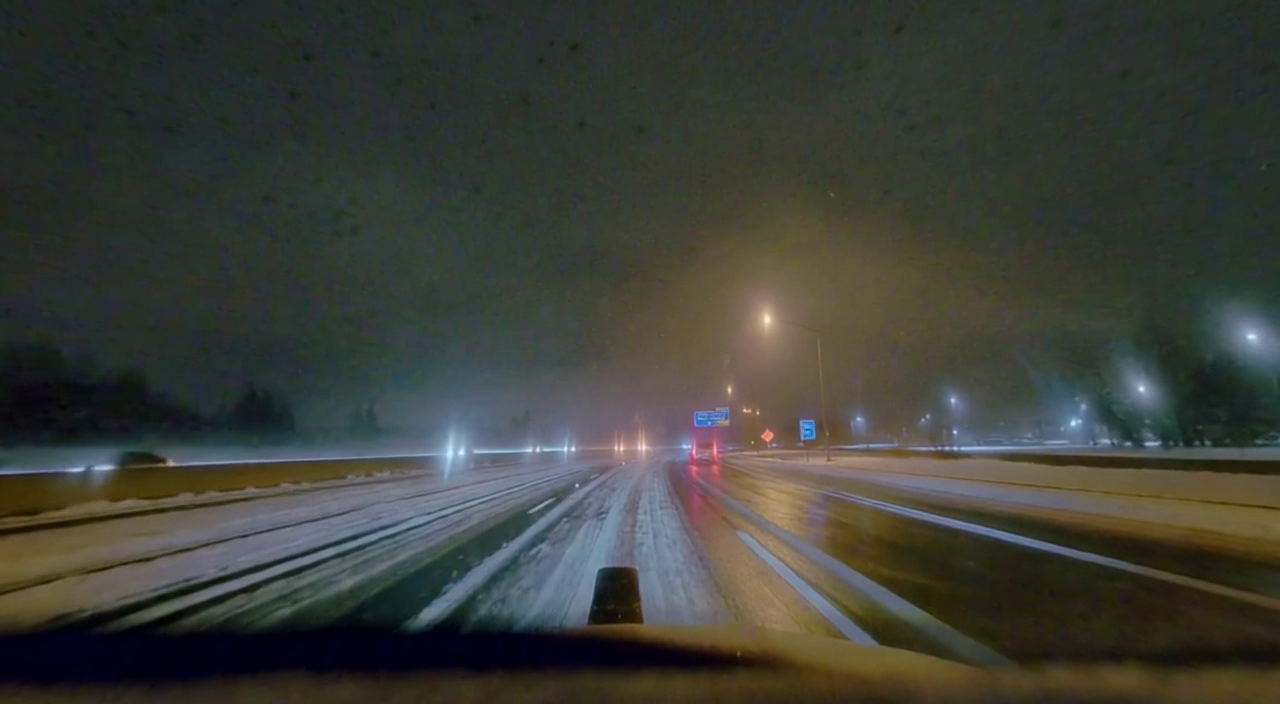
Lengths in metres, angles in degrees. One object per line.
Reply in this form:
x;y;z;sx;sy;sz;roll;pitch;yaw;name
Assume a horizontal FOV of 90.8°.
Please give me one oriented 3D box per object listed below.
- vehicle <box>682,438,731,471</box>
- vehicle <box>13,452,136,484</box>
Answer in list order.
3.639;5.705;35.342;2.224;1.738;4.376;0;-9;0;vehicle
-28.675;5.855;32.303;1.833;1.475;4.767;0;-9;1;vehicle
